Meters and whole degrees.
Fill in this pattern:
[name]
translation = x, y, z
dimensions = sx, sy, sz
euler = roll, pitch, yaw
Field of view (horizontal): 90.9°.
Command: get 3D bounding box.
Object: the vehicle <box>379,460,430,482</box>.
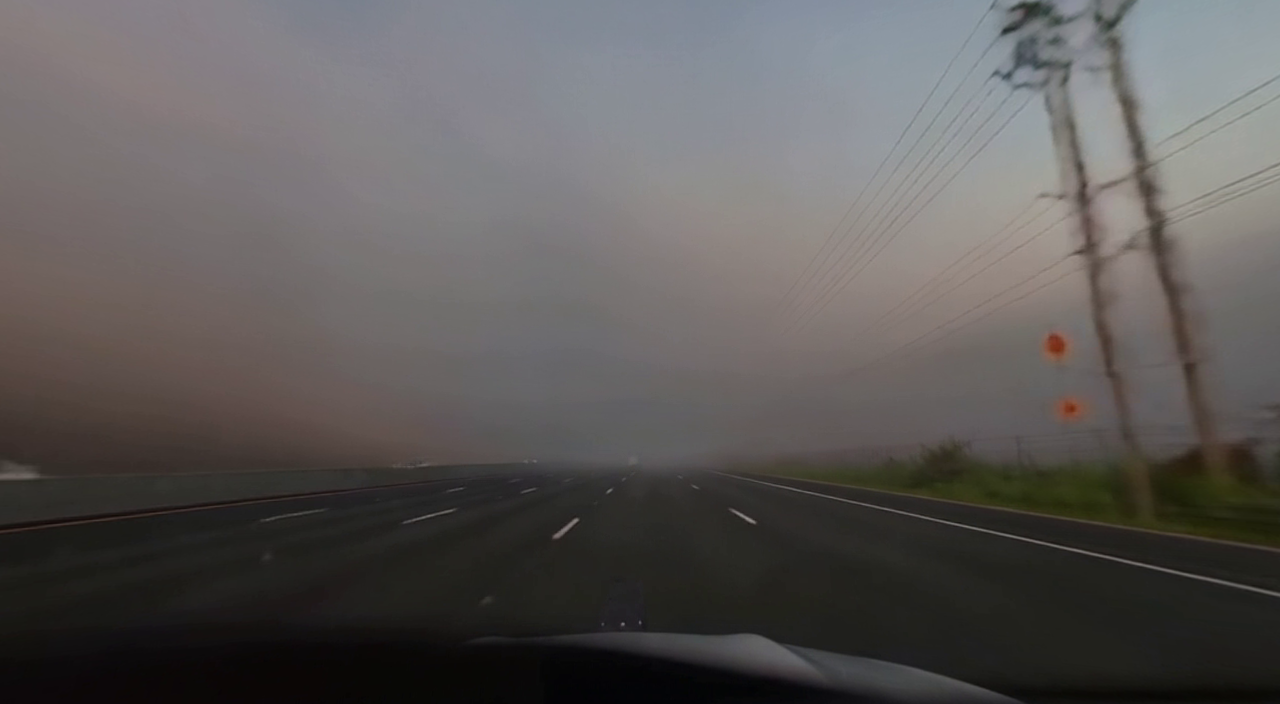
[vehicle]
translation = -17.440, 8.835, 46.876
dimensions = 1.897, 1.454, 4.631
euler = -1, -9, 2
